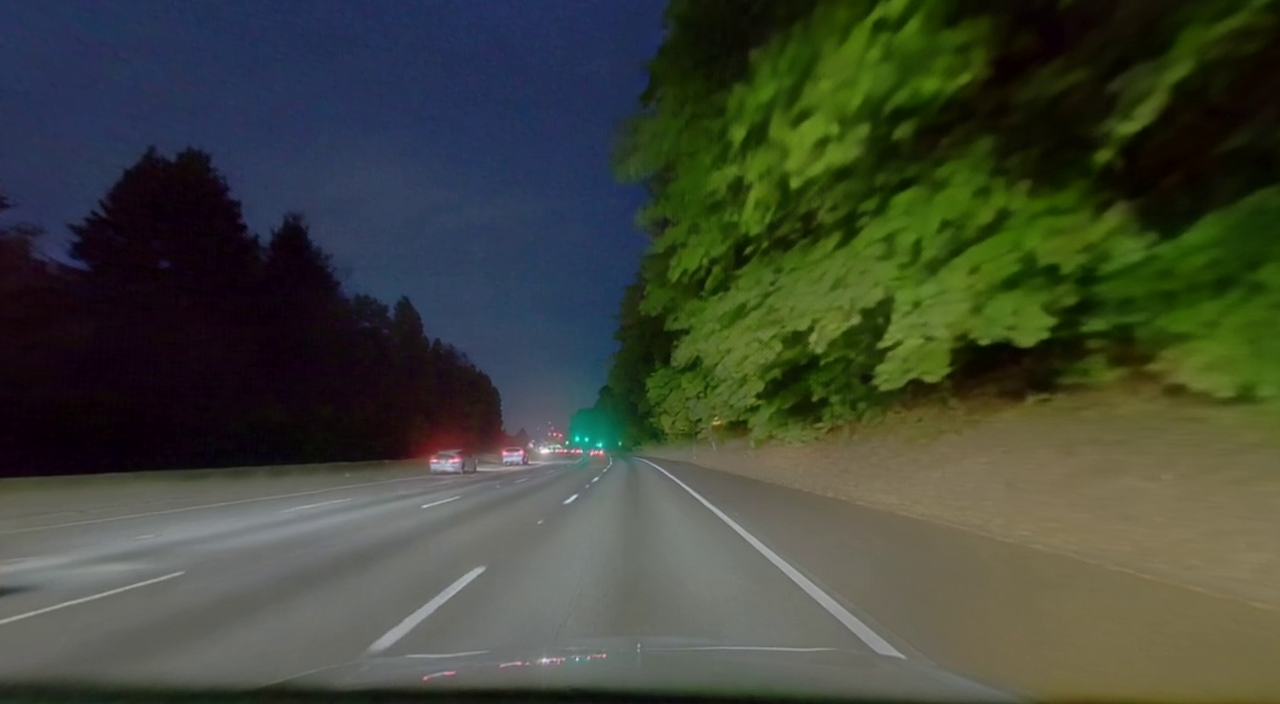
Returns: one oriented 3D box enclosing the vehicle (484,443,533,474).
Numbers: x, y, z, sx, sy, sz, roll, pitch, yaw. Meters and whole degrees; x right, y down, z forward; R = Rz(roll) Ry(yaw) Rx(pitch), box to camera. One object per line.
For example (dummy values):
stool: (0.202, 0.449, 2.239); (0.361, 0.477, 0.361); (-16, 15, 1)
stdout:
vehicle: (-7.618, 6.201, 36.874); (2.060, 1.680, 4.255); (0, -9, -1)

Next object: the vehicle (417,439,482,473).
vehicle: (-11.749, 6.481, 39.330); (2.425, 1.926, 5.584); (0, -9, -1)
